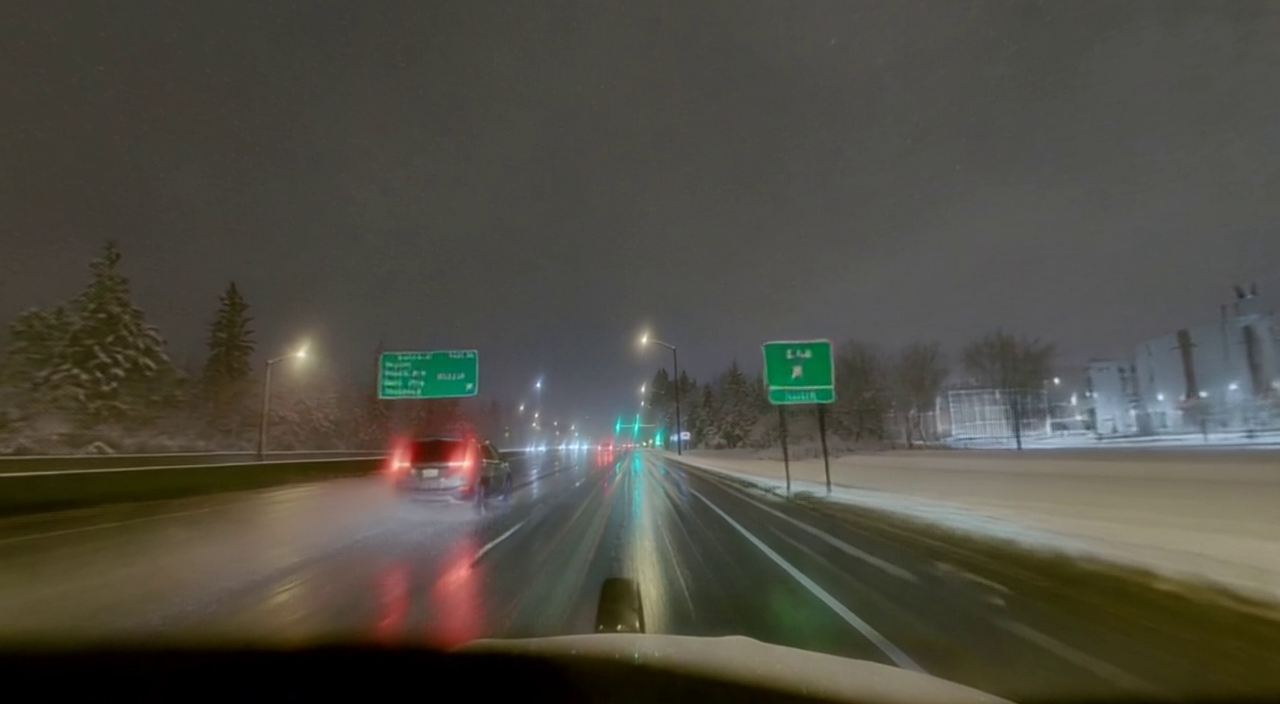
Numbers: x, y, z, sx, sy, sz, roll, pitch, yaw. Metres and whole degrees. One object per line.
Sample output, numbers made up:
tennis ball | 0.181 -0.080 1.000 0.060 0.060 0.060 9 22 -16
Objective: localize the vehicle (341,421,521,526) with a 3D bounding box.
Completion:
vehicle | -4.023 2.434 13.209 2.150 1.761 4.697 0 -8 0
